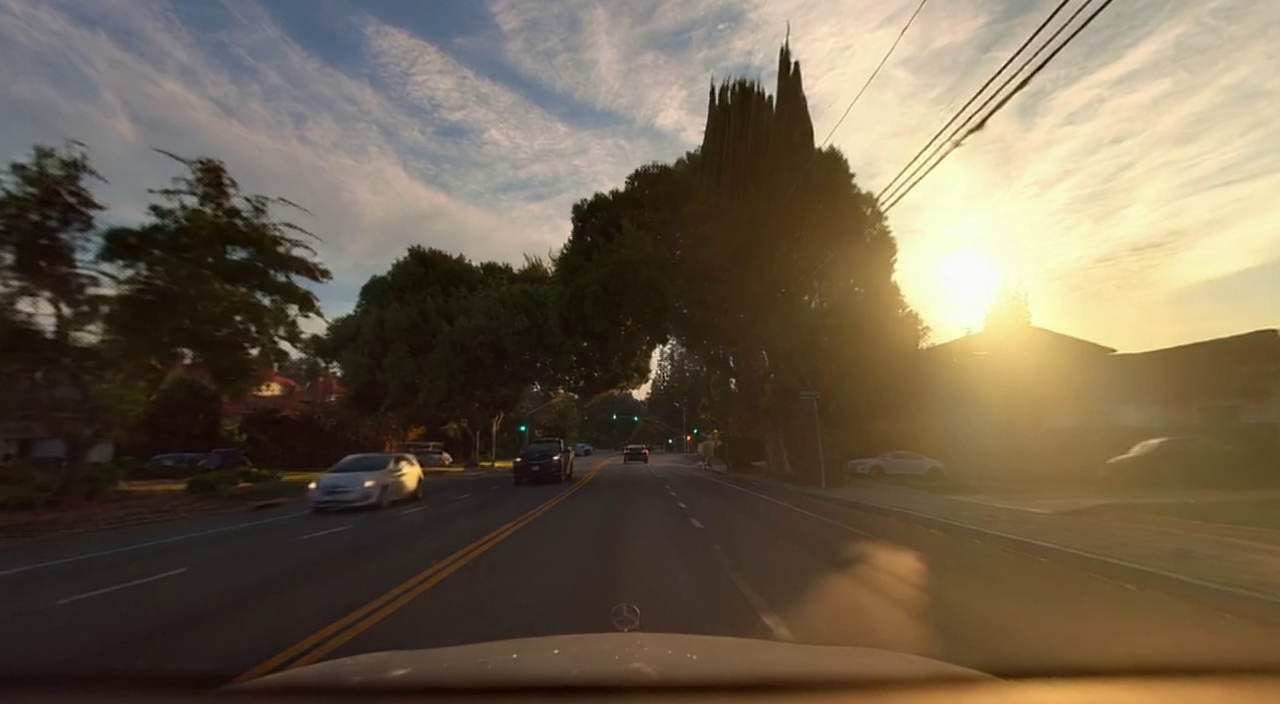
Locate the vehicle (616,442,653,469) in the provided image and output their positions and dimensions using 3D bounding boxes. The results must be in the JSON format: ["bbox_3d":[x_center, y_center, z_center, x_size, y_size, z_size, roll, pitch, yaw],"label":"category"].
[{"bbox_3d":[-0.325,7.684,46.950,2.554,1.902,5.329,0,-9,1],"label":"vehicle"}]

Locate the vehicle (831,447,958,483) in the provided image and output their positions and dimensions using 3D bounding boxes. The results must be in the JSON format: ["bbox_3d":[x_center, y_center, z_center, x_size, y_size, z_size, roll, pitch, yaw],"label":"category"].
[{"bbox_3d":[11.034,4.896,27.605,4.697,1.462,1.881,0,-8,-2],"label":"vehicle"}]

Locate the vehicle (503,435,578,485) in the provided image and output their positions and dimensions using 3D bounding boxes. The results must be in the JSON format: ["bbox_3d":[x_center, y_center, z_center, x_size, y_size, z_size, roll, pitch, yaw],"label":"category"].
[{"bbox_3d":[-4.232,4.723,27.827,2.429,1.953,5.345,-1,-9,0],"label":"vehicle"}]

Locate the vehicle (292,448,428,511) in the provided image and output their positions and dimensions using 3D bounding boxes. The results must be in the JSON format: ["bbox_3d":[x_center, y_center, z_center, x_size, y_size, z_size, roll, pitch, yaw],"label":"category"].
[{"bbox_3d":[-7.441,3.398,17.262,1.961,1.510,3.827,0,-9,0],"label":"vehicle"}]
